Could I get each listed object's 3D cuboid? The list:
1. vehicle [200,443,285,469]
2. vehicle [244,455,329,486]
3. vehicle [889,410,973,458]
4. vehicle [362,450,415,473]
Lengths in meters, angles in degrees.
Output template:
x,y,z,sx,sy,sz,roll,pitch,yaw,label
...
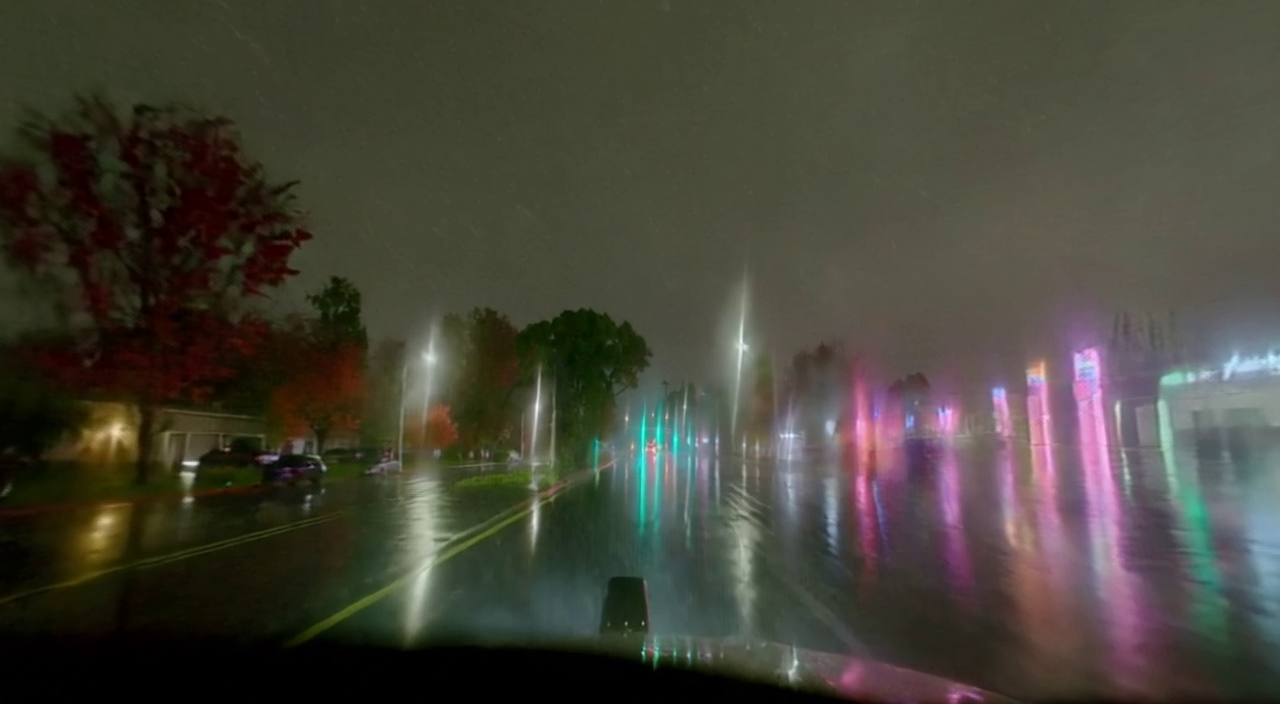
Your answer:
x,y,z,sx,sy,sz,roll,pitch,yaw,label
-26.339,6.917,41.889,4.314,1.680,1.822,1,-8,-3,vehicle
-18.725,6.283,33.671,1.806,1.454,4.599,0,-8,1,vehicle
22.127,6.351,48.416,3.006,3.375,6.598,0,-8,-2,vehicle
-18.799,8.171,47.362,1.814,1.577,5.024,0,-8,1,vehicle
